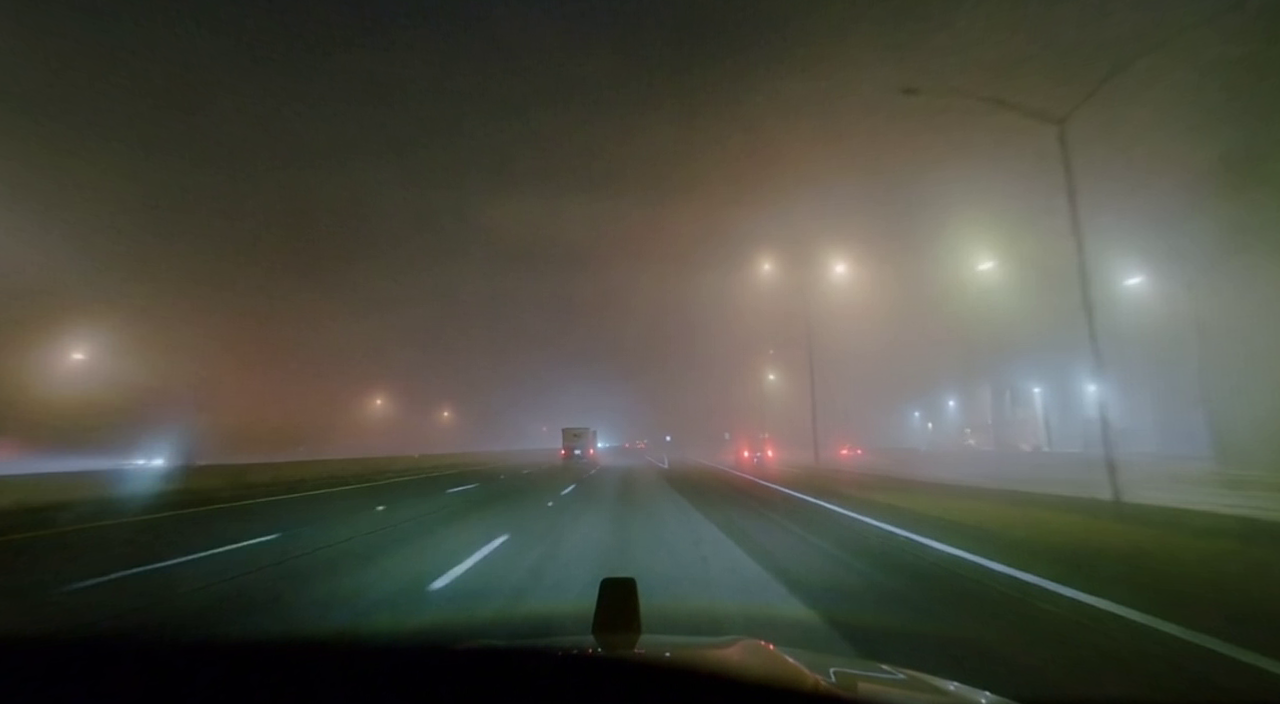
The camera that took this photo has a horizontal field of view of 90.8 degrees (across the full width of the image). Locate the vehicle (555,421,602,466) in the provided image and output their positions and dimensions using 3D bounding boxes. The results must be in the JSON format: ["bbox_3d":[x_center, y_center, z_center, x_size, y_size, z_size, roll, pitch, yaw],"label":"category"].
[{"bbox_3d":[-4.312,6.634,45.607,2.881,2.937,7.045,0,-9,-2],"label":"vehicle"}]

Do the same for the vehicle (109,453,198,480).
[{"bbox_3d":[-30.032,7.048,39.215,1.937,1.487,4.552,0,-9,-1],"label":"vehicle"}]

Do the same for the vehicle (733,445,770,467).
[{"bbox_3d":[8.257,7.704,47.006,2.035,1.491,4.246,0,-9,1],"label":"vehicle"}]
